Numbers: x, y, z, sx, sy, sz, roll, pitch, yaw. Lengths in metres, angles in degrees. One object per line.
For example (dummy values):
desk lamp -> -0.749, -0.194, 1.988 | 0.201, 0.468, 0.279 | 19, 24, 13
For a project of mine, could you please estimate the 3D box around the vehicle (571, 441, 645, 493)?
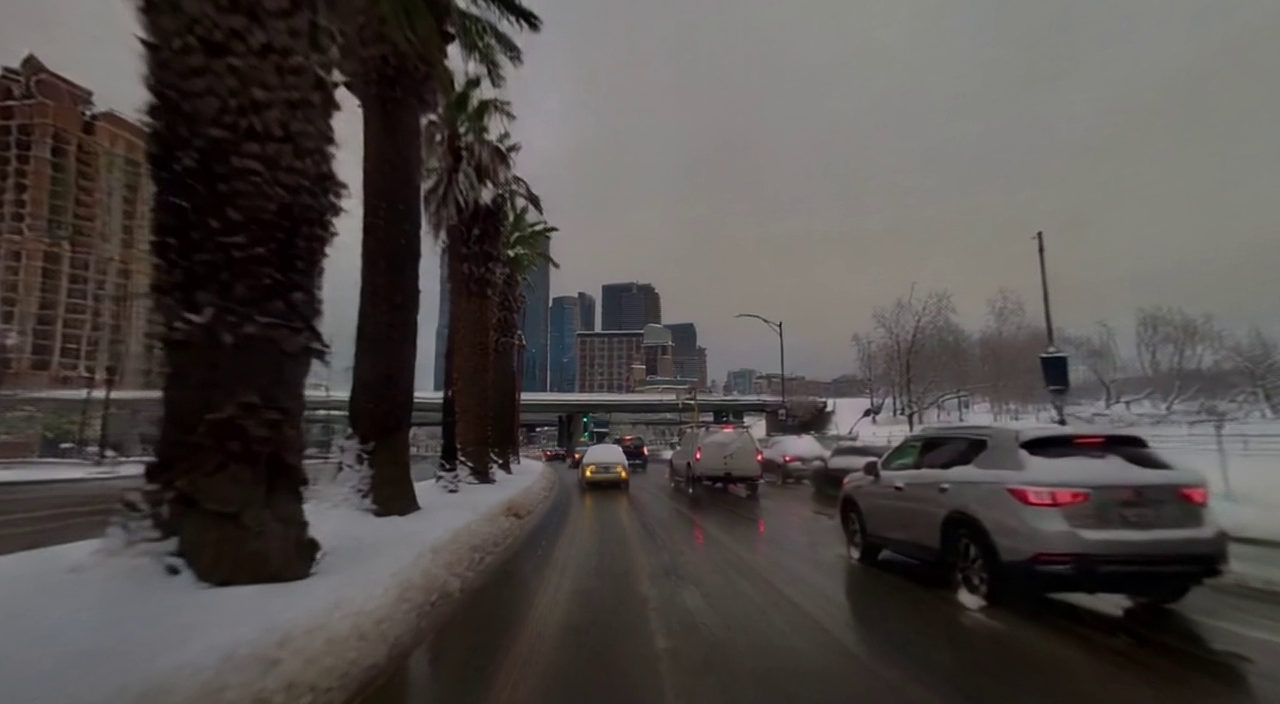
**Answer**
vehicle -> -1.287, 4.044, 22.704 | 2.332, 1.625, 4.933 | 1, -9, -7

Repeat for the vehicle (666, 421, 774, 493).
vehicle -> 2.558, 3.586, 21.852 | 2.434, 2.171, 5.098 | 1, -9, -7

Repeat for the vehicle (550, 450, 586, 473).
vehicle -> -5.013, 7.531, 43.733 | 2.081, 1.503, 3.681 | 2, -9, -13

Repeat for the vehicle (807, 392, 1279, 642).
vehicle -> 3.472, 1.447, 6.554 | 2.151, 1.695, 4.258 | 0, -9, -2
